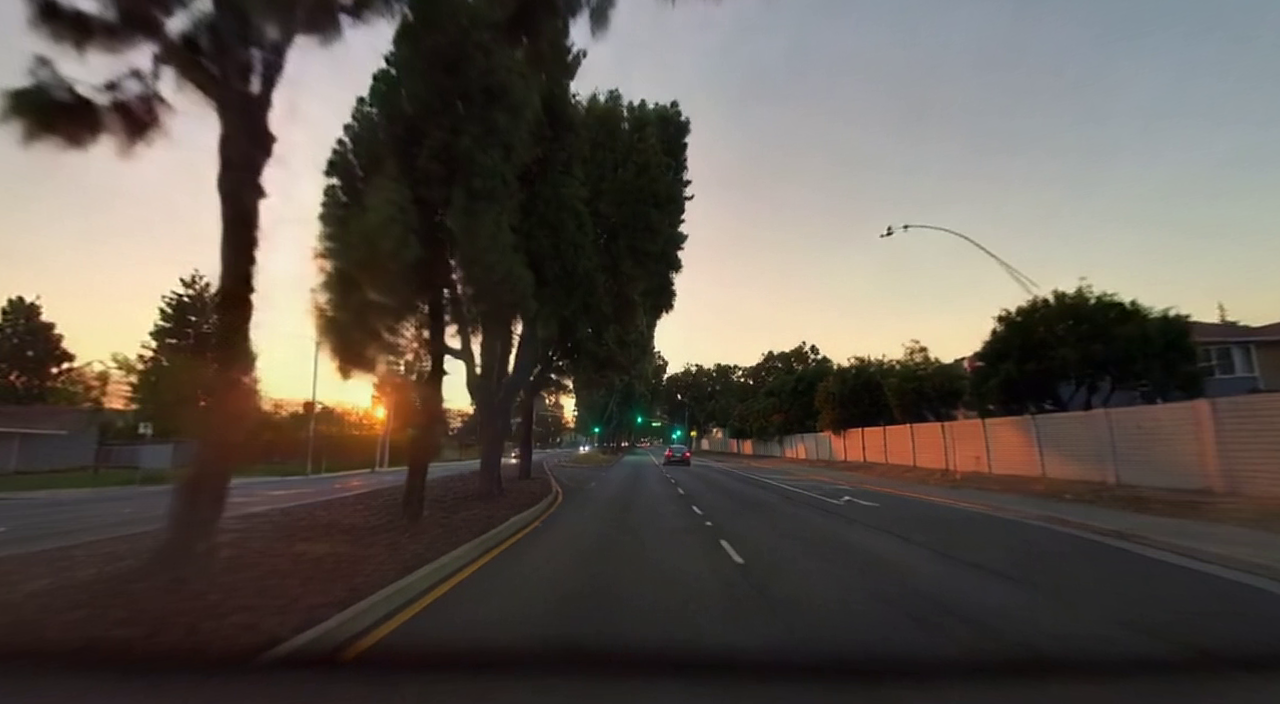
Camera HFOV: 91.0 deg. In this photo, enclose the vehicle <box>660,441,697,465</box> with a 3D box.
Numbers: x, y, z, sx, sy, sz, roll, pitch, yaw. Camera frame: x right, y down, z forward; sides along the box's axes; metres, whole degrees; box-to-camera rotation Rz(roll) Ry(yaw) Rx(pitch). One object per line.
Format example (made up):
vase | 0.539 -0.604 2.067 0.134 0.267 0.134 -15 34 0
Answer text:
vehicle | 2.472 6.583 41.197 2.105 1.490 4.008 0 -8 -1
